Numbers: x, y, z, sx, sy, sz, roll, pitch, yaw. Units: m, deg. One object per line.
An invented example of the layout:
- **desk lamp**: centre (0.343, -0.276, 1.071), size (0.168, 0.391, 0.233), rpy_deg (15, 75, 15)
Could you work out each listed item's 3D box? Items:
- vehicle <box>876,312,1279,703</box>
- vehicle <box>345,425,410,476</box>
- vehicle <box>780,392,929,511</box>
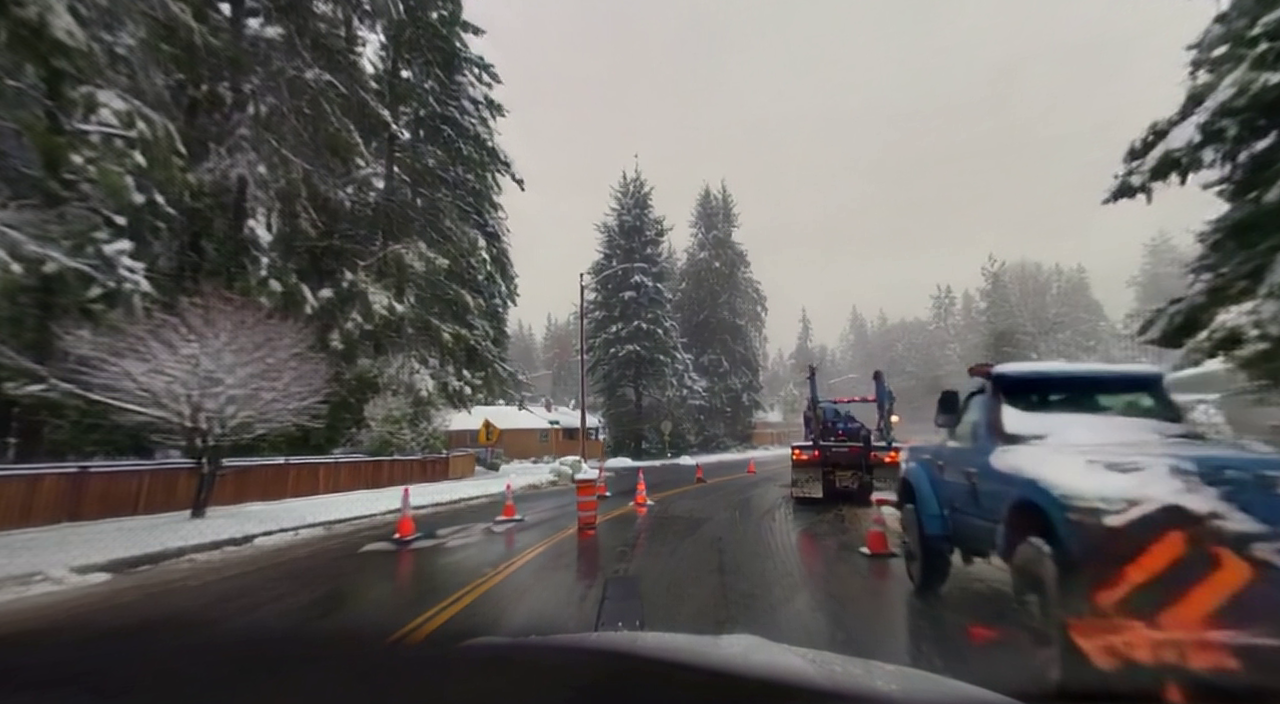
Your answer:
- **vehicle**: centre (3.418, 1.070, 5.109), size (1.913, 2.241, 3.024), rpy_deg (-1, -7, 3)
- **vehicle**: centre (-13.536, 5.079, 32.748), size (2.665, 2.465, 1.532), rpy_deg (4, -8, -12)
- **vehicle**: centre (5.957, 2.647, 17.595), size (3.098, 2.601, 6.758), rpy_deg (-3, -8, 19)
